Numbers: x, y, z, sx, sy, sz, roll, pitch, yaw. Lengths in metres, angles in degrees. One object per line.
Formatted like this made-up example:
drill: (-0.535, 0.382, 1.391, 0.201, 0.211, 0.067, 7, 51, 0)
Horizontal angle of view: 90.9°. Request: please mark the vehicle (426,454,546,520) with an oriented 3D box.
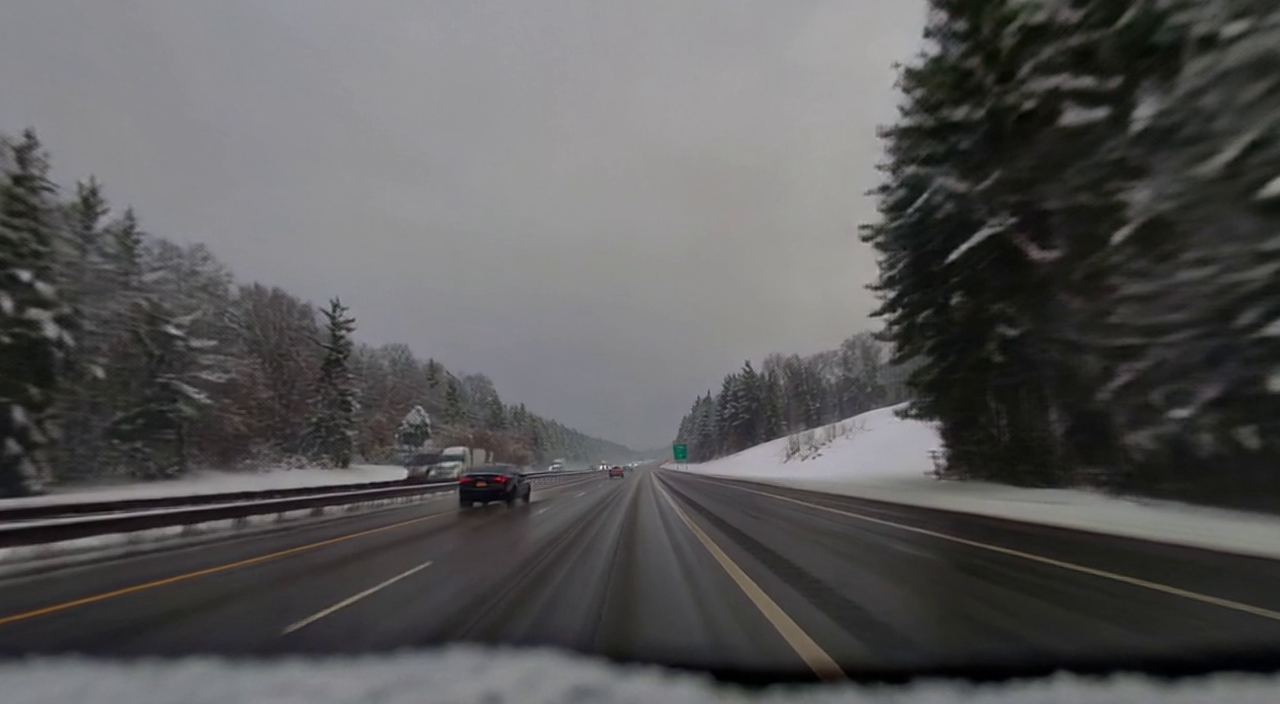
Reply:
vehicle: (-3.936, 3.568, 17.007, 2.043, 1.486, 4.442, 0, -10, 1)
